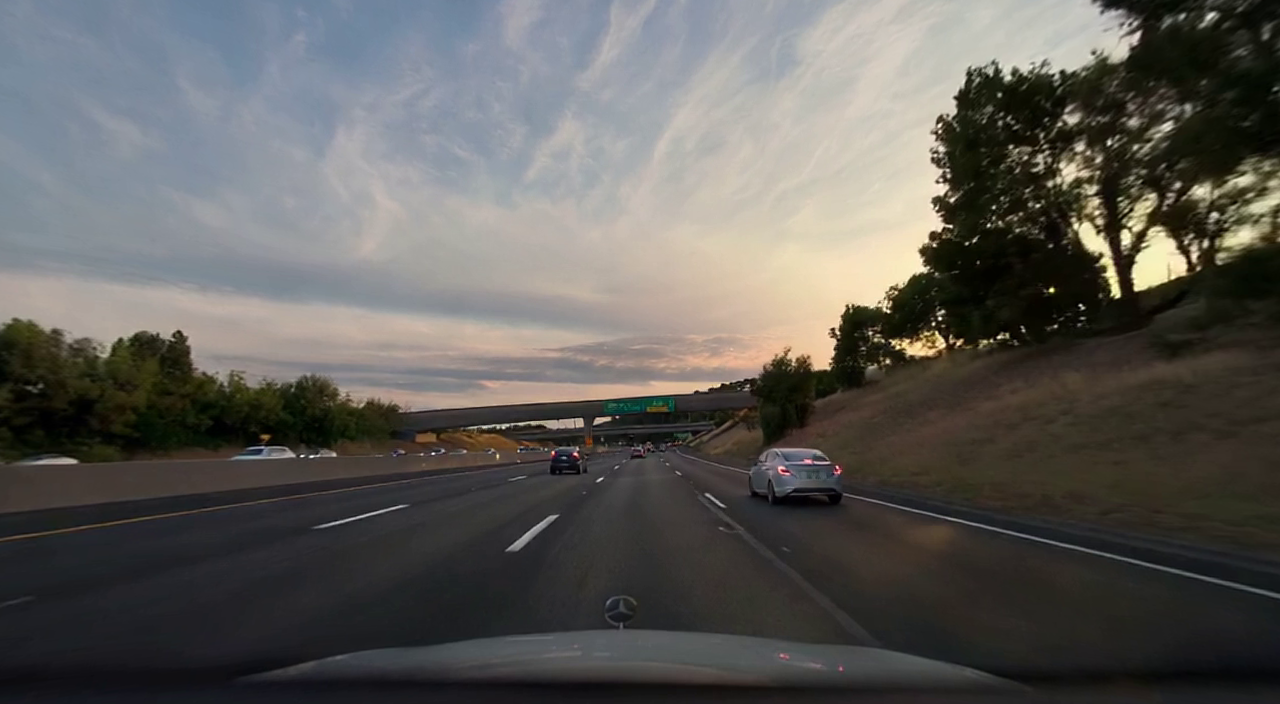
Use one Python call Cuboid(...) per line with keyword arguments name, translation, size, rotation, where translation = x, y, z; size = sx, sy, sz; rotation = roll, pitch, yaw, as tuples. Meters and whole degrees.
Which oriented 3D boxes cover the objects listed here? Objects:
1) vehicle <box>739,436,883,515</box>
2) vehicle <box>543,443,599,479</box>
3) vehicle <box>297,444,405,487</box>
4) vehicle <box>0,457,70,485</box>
Cuboid(name="vehicle", translation=(3.679, 2.747, 14.489), size=(2.079, 1.535, 4.316), rotation=(0, -9, 0))
Cuboid(name="vehicle", translation=(-3.176, 5.120, 29.789), size=(2.072, 1.545, 4.687), rotation=(0, -9, 0))
Cuboid(name="vehicle", translation=(-11.154, 4.400, 24.722), size=(1.919, 1.497, 4.765), rotation=(0, -9, 1))
Cuboid(name="vehicle", translation=(-40.207, 7.675, 40.897), size=(1.937, 1.636, 4.683), rotation=(0, -9, 0))
